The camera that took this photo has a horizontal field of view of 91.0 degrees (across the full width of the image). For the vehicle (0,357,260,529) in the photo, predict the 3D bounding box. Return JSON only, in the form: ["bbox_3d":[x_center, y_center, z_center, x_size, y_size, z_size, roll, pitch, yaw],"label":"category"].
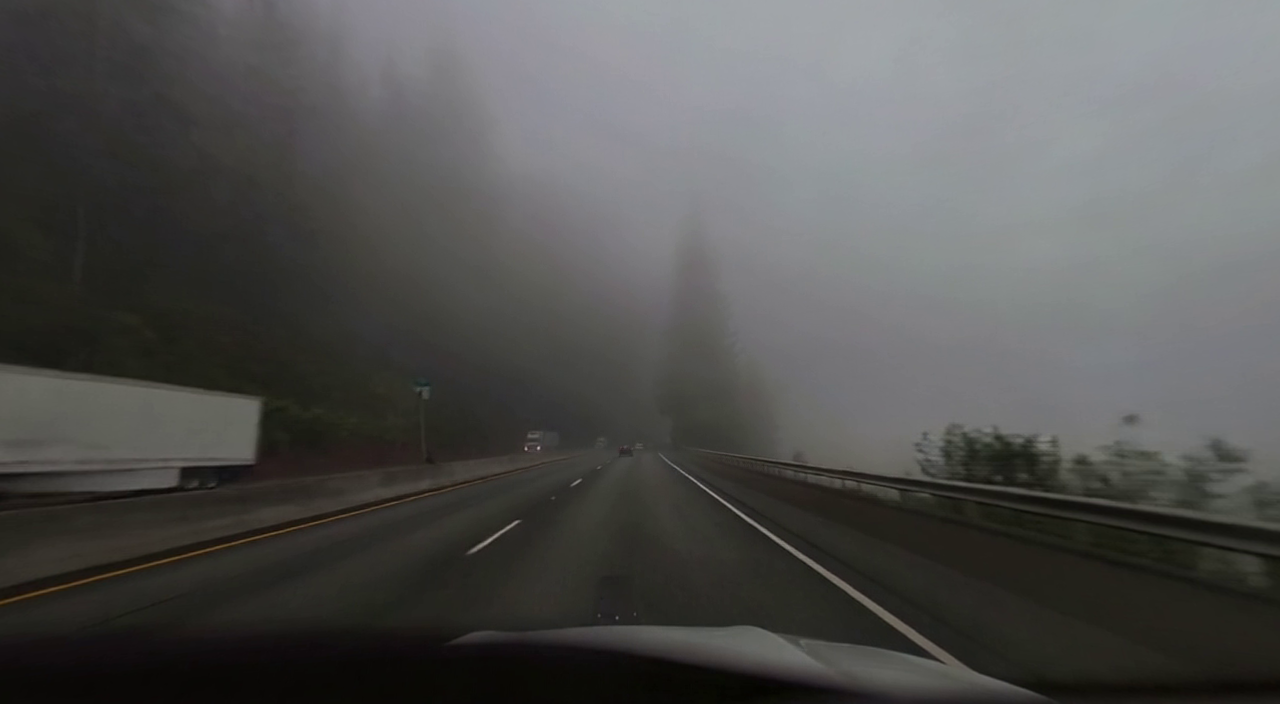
[{"bbox_3d":[-16.711,2.570,17.737,2.883,4.044,14.698,0,-8,0],"label":"vehicle"}]
